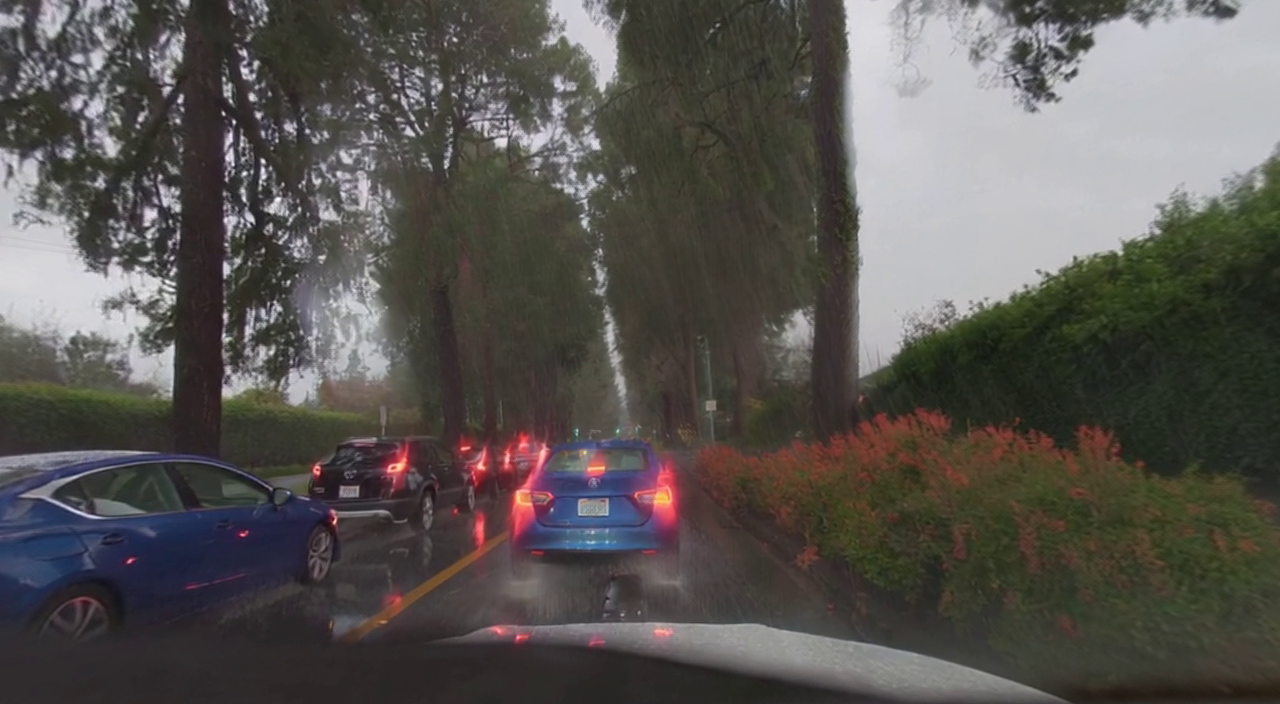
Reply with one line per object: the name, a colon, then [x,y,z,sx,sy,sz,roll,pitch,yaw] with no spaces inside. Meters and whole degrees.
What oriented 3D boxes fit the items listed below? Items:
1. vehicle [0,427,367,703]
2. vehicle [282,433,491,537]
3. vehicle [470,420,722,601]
vehicle: [-3.810,1.295,4.539,1.784,1.408,4.141,0,-8,1]
vehicle: [-4.252,2.280,11.543,1.898,1.503,4.453,0,-8,1]
vehicle: [-0.421,1.649,7.475,2.127,1.517,4.090,0,-8,-1]
